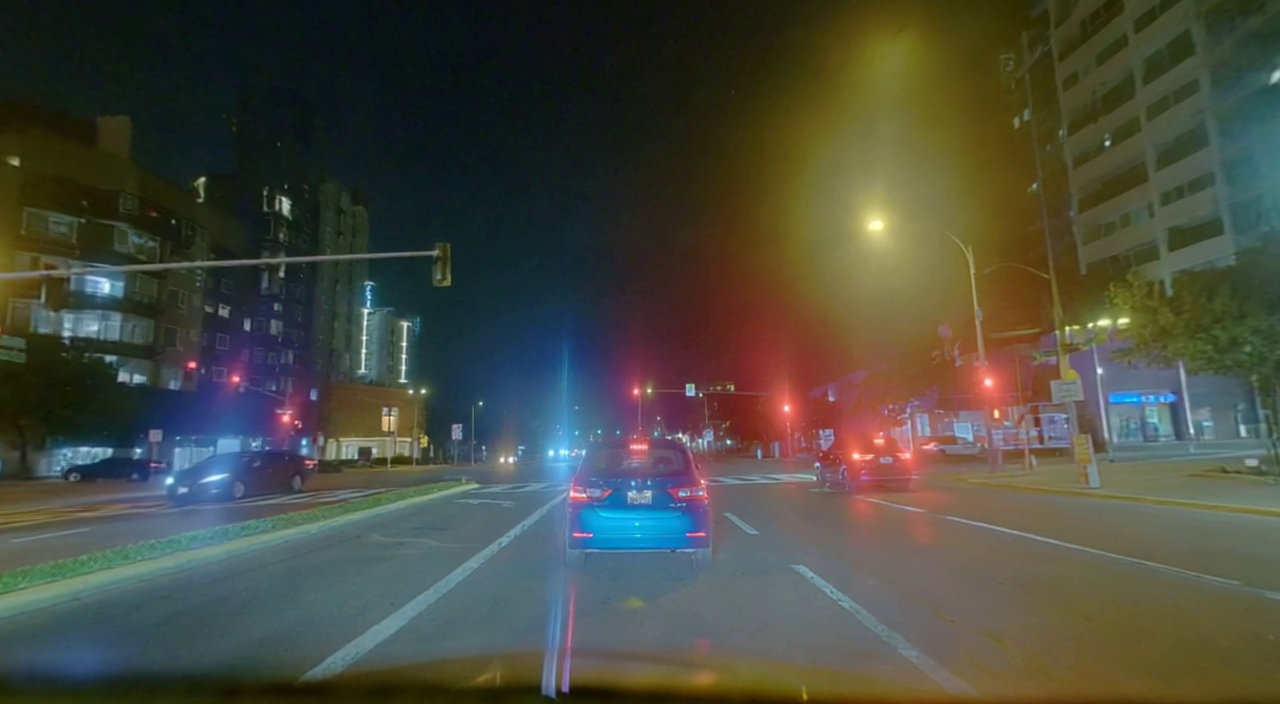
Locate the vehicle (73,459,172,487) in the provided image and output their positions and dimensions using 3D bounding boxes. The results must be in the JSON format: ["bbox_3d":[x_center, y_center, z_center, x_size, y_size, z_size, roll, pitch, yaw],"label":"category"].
[{"bbox_3d":[-32.397,7.555,39.645,4.401,1.625,1.863,0,-8,-4],"label":"vehicle"}]

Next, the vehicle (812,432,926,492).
[{"bbox_3d":[7.065,3.436,20.067,2.039,1.692,4.319,0,-8,1],"label":"vehicle"}]

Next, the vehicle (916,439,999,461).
[{"bbox_3d":[21.926,6.782,43.757,4.563,1.454,2.056,-1,-8,3],"label":"vehicle"}]

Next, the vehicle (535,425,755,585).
[{"bbox_3d":[-0.009,1.762,8.140,2.070,1.488,4.206,0,-8,-2],"label":"vehicle"}]

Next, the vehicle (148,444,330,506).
[{"bbox_3d":[-12.482,3.814,20.148,2.097,1.710,4.649,-2,-9,13],"label":"vehicle"}]
